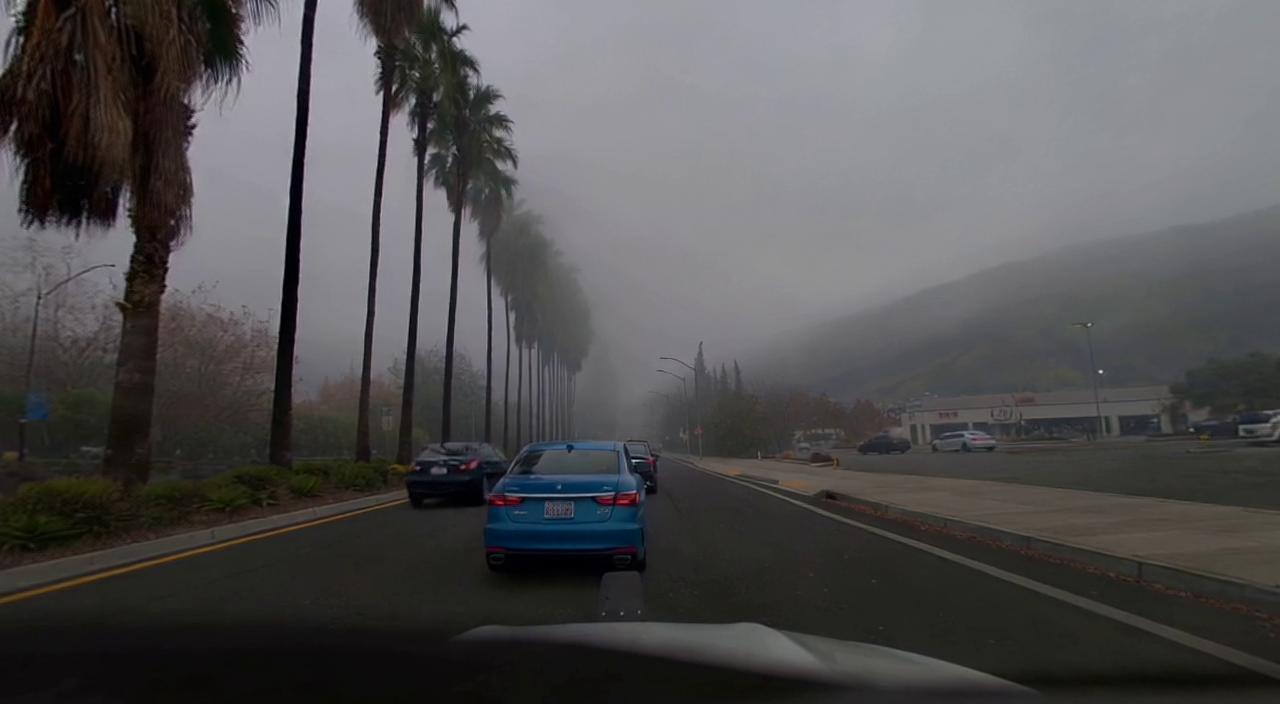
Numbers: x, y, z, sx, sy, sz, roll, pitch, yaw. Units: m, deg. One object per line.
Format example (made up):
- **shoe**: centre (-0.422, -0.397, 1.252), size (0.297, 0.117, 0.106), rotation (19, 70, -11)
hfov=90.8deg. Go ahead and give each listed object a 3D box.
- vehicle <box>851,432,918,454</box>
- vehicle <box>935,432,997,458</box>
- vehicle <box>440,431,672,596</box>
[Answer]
- **vehicle**: centre (19.214, 7.197, 49.806), size (1.925, 1.652, 4.490), rotation (6, -10, -34)
- **vehicle**: centre (20.665, 5.904, 39.948), size (4.640, 1.526, 1.961), rotation (8, -12, -43)
- **vehicle**: centre (-0.824, 1.737, 7.680), size (2.067, 1.459, 3.886), rotation (0, -8, -2)
